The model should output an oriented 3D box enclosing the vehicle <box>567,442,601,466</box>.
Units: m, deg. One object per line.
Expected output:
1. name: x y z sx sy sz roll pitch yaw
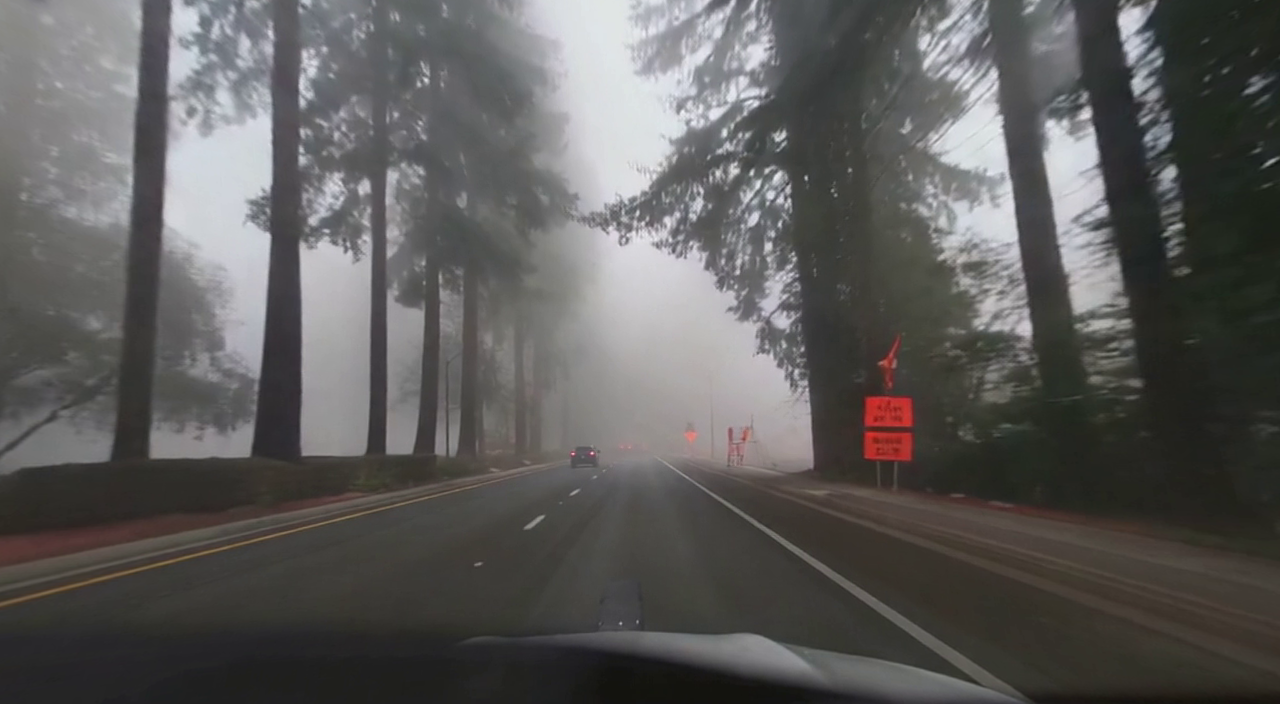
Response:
1. vehicle: -3.891 7.180 44.669 1.992 1.608 3.868 0 -8 0
